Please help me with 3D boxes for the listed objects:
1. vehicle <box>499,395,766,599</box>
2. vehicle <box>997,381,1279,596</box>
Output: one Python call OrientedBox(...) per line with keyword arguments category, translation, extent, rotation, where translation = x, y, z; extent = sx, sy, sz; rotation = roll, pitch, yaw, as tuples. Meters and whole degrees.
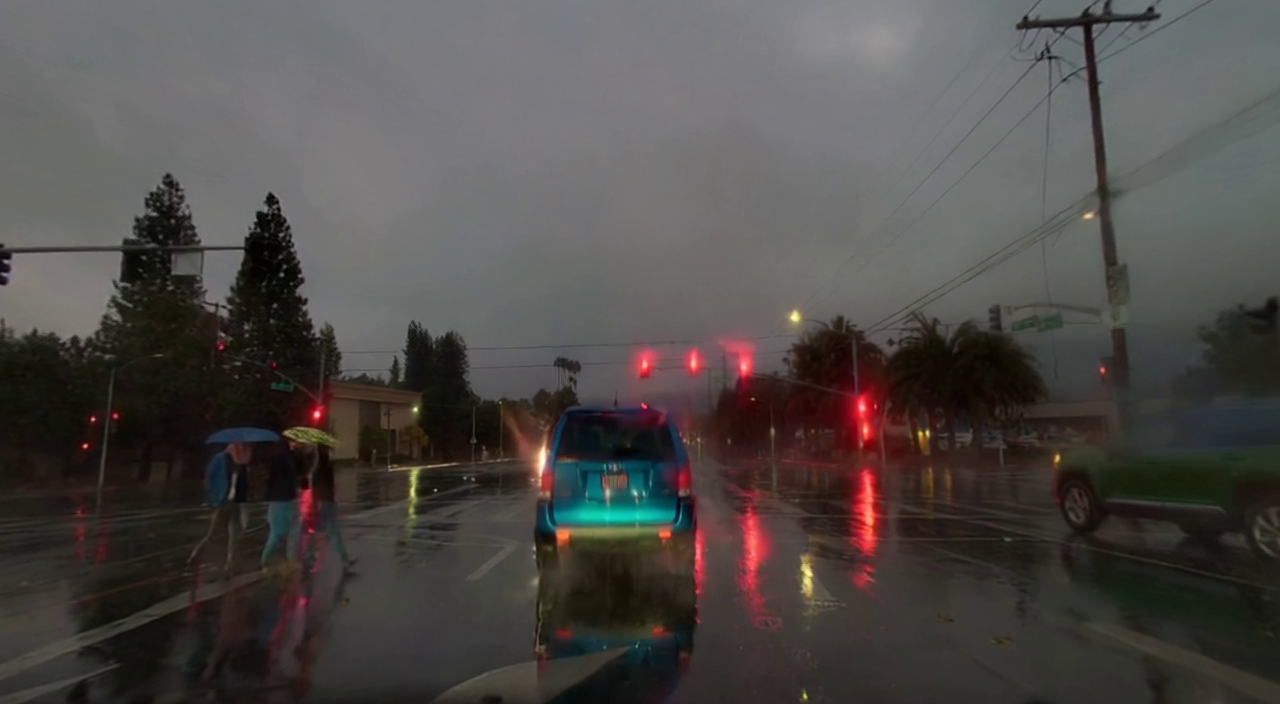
OrientedBox(category="vehicle", translation=(-0.102, 1.561, 7.634), extent=(2.285, 1.729, 4.252), rotation=(0, -9, -1))
OrientedBox(category="vehicle", translation=(6.572, 1.441, 7.242), extent=(2.119, 1.827, 4.806), rotation=(0, -9, 0))
